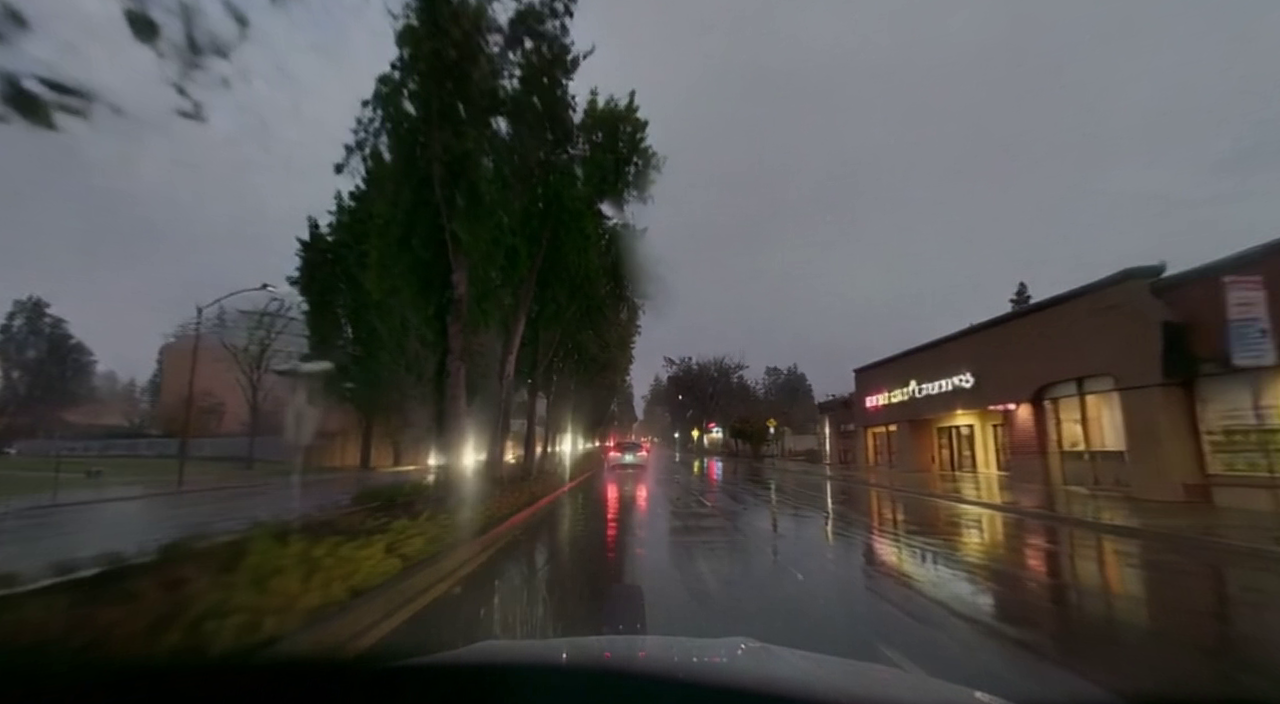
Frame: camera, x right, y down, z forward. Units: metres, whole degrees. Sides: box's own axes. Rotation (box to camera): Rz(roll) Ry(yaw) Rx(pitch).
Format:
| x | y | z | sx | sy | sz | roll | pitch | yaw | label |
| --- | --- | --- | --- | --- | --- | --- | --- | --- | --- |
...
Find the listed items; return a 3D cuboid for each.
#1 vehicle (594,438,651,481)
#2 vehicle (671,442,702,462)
| x | y | z | sx | sy | sz | roll | pitch | yaw | label |
| --- | --- | --- | --- | --- | --- | --- | --- | --- | --- |
| -0.643 | 4.094 | 24.316 | 2.006 | 1.487 | 3.535 | 0 | -9 | 0 | vehicle |
| 3.519 | 7.678 | 48.482 | 1.910 | 1.474 | 4.003 | 0 | -9 | -2 | vehicle |
